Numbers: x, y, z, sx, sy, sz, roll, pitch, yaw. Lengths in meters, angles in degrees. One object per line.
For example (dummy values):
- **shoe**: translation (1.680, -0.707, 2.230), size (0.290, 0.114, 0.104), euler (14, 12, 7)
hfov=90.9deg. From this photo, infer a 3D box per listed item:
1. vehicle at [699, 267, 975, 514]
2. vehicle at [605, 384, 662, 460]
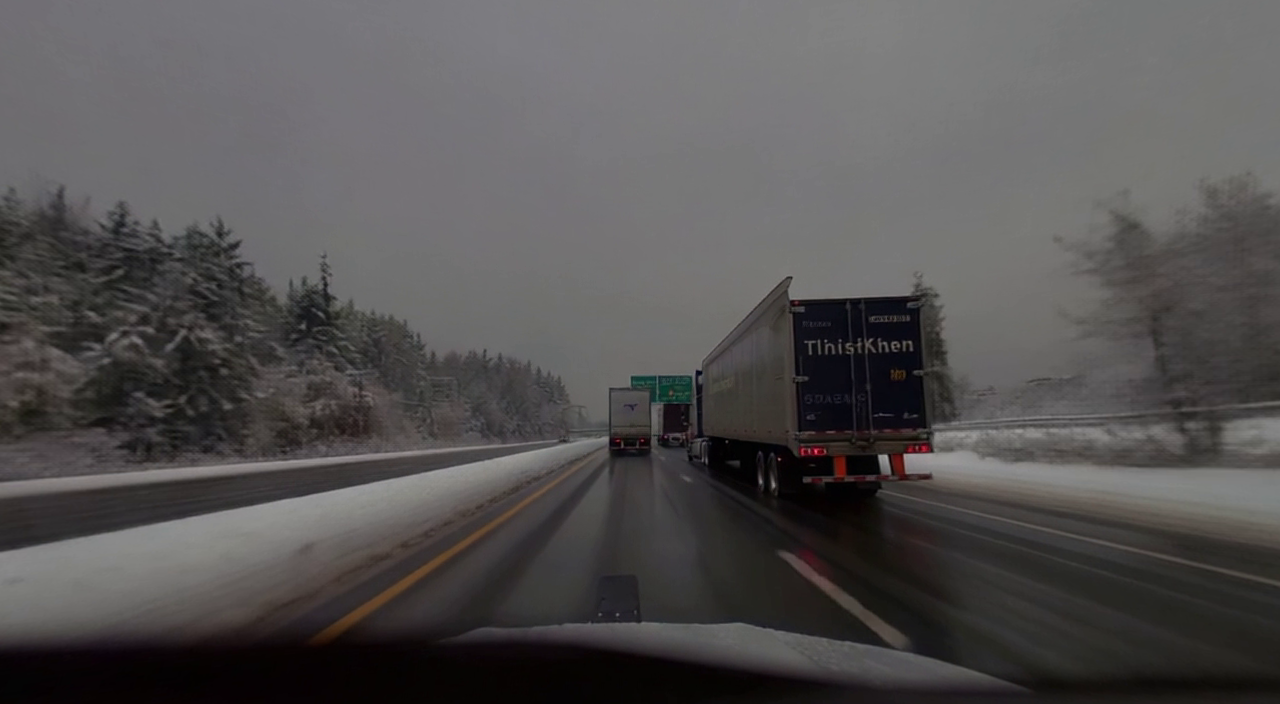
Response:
- **vehicle**: translation (3.949, 1.568, 17.794), size (2.856, 4.145, 14.500), euler (0, -8, -1)
- **vehicle**: translation (-0.385, 4.322, 37.936), size (2.958, 3.917, 10.196), euler (0, -8, -1)
